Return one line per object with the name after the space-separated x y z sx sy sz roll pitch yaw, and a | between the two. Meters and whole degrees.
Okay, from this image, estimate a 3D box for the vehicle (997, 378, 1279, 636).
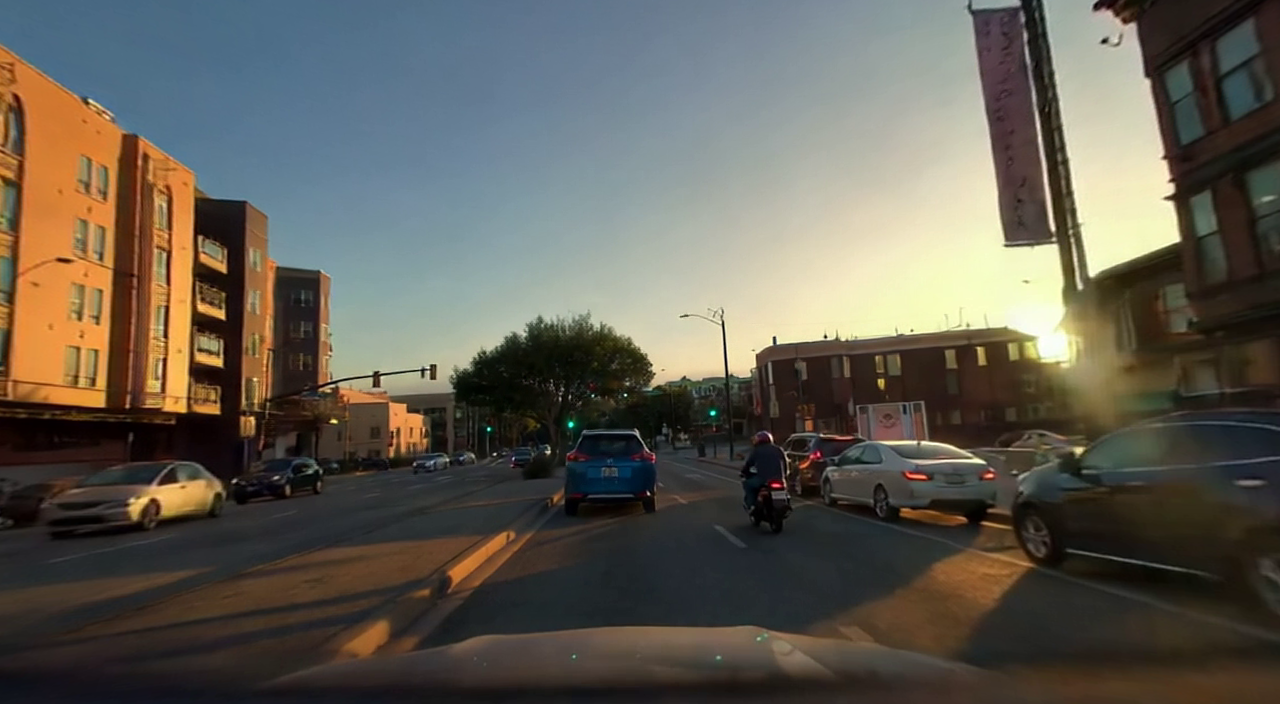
5.316 1.190 5.220 2.094 1.719 4.150 0 -9 -3 | vehicle

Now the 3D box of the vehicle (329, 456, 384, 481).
-19.919 8.166 44.525 2.038 1.607 4.348 1 -9 -4 | vehicle

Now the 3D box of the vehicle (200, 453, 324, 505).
-14.920 4.993 25.288 2.267 1.831 4.702 0 -9 -4 | vehicle

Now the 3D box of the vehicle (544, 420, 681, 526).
-0.525 2.332 12.645 2.265 1.748 4.130 0 -9 -2 | vehicle

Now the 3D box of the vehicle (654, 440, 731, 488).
1.709 3.889 22.195 2.101 1.507 4.355 0 -9 -3 | vehicle

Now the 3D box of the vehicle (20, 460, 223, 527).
-18.037 4.881 22.553 2.400 1.913 6.066 0 -9 -4 | vehicle

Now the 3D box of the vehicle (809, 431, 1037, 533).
4.941 2.326 11.931 2.012 1.532 4.565 0 -9 -3 | vehicle
